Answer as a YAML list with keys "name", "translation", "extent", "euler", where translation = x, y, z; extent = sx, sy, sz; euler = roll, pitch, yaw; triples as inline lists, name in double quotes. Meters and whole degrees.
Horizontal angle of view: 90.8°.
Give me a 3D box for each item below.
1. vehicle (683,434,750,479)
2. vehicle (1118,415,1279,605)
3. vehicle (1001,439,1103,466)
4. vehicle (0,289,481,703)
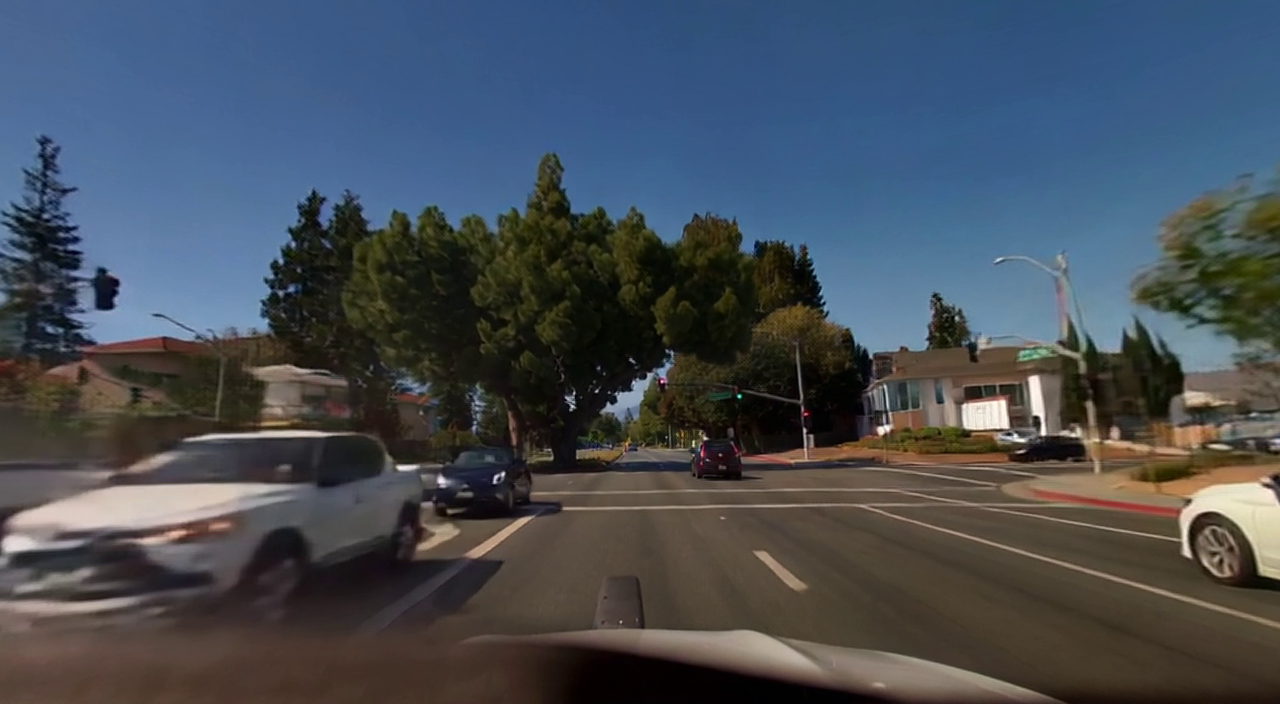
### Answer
- name: "vehicle"
  translation: [3.170, 4.452, 27.173]
  extent: [2.095, 1.759, 4.862]
  euler: [0, -9, -2]
- name: "vehicle"
  translation: [6.495, 1.288, 5.000]
  extent: [2.000, 1.618, 4.238]
  euler: [0, -9, -1]
- name: "vehicle"
  translation: [23.318, 5.698, 35.872]
  extent: [4.411, 1.464, 1.938]
  euler: [0, -9, -1]
- name: "vehicle"
  translation: [-2.987, 1.098, 4.300]
  extent: [2.313, 1.752, 6.152]
  euler: [0, -9, -1]
